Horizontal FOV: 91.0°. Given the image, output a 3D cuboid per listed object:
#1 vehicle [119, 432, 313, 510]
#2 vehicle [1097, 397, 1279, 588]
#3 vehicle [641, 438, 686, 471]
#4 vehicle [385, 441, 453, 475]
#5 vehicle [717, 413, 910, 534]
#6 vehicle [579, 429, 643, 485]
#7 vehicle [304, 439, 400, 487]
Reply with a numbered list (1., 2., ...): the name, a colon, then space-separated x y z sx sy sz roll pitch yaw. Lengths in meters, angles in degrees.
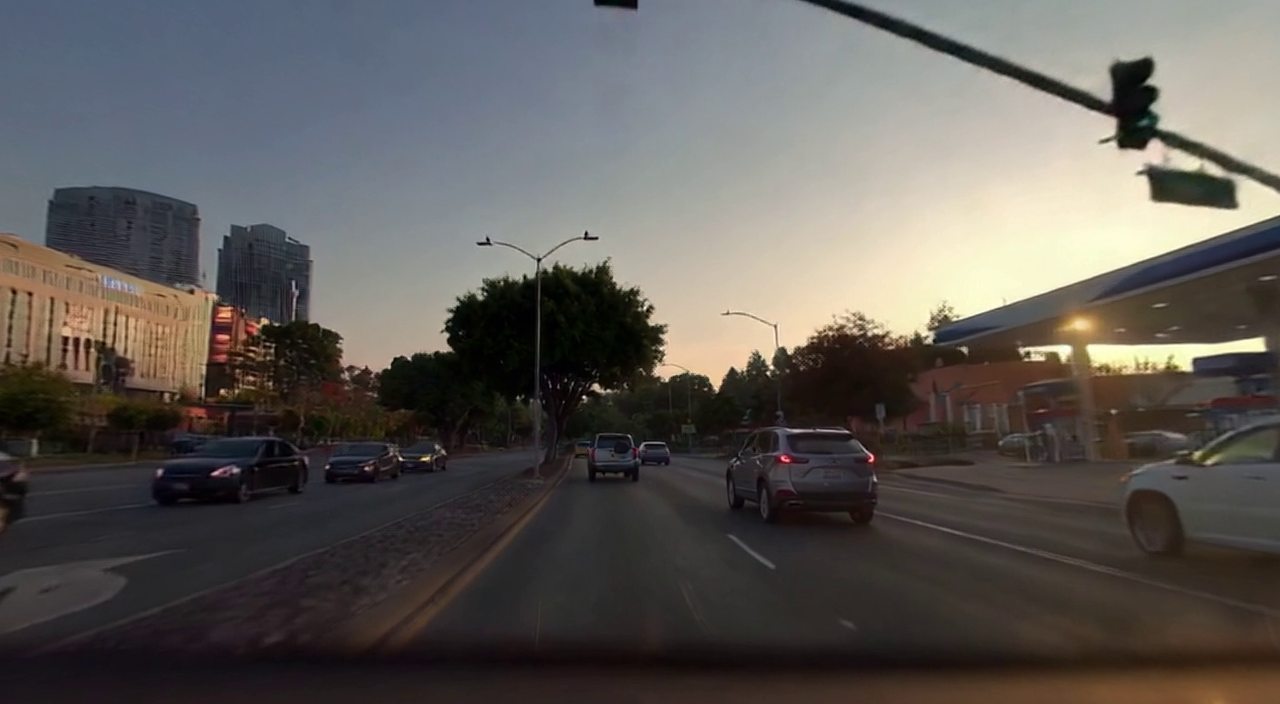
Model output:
1. vehicle: -9.659 2.705 14.822 1.943 1.575 3.927 0 -8 -3
2. vehicle: 6.628 1.201 5.328 2.047 1.653 4.423 0 -8 -2
3. vehicle: 1.148 5.277 32.599 1.800 1.592 3.658 1 -8 -7
4. vehicle: -10.430 4.997 30.036 1.872 1.439 4.507 0 -8 -4
5. vehicle: 2.807 2.076 11.357 2.000 1.745 4.206 0 -8 -4
6. vehicle: -1.118 3.703 22.525 2.051 1.798 4.168 1 -8 -5
7. vehicle: -9.569 3.682 21.246 1.665 1.442 3.720 0 -8 -4
